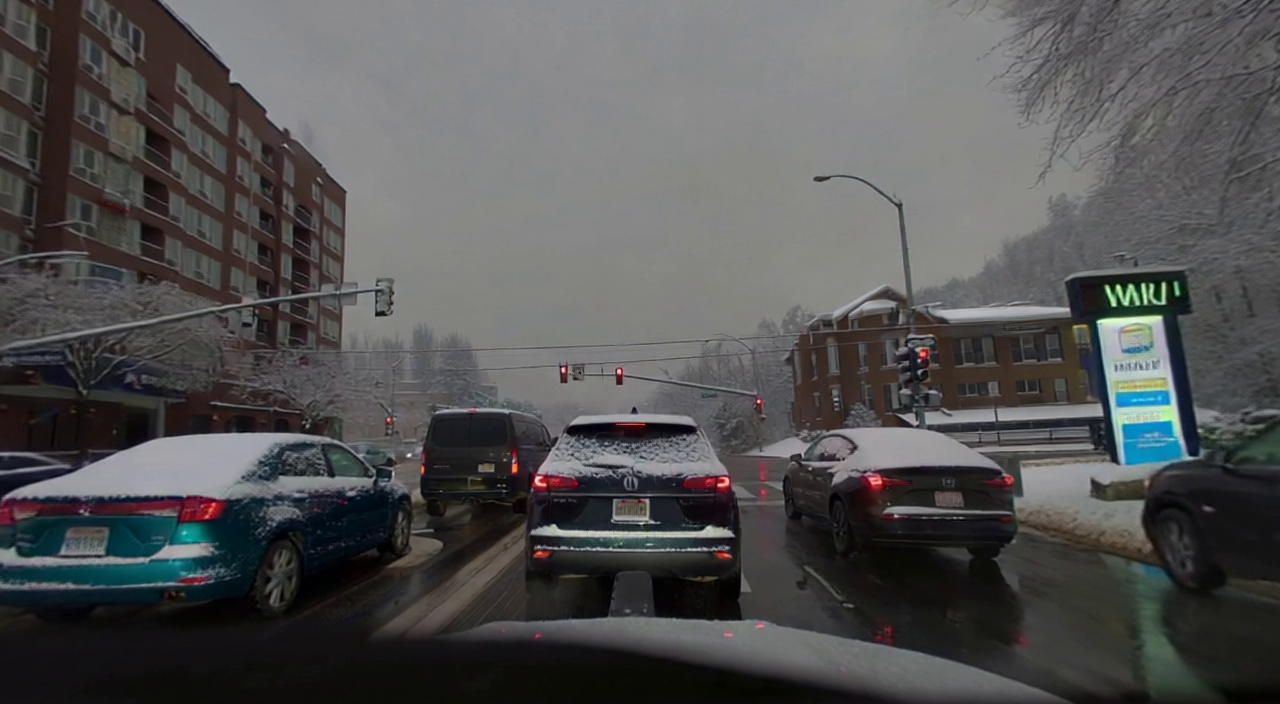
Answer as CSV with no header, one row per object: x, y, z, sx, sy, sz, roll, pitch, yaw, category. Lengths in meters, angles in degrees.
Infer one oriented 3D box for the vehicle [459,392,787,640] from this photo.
-0.127,1.417,6.444,2.195,1.662,4.262,0,-8,0,vehicle

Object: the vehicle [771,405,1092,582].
3.217,1.666,8.260,2.004,1.646,4.554,0,-8,0,vehicle

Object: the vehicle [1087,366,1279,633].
5.353,0.983,4.116,2.081,1.790,4.839,-2,-9,12,vehicle

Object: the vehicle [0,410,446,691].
-3.548,1.426,5.818,1.906,1.524,4.547,0,-8,2,vehicle
